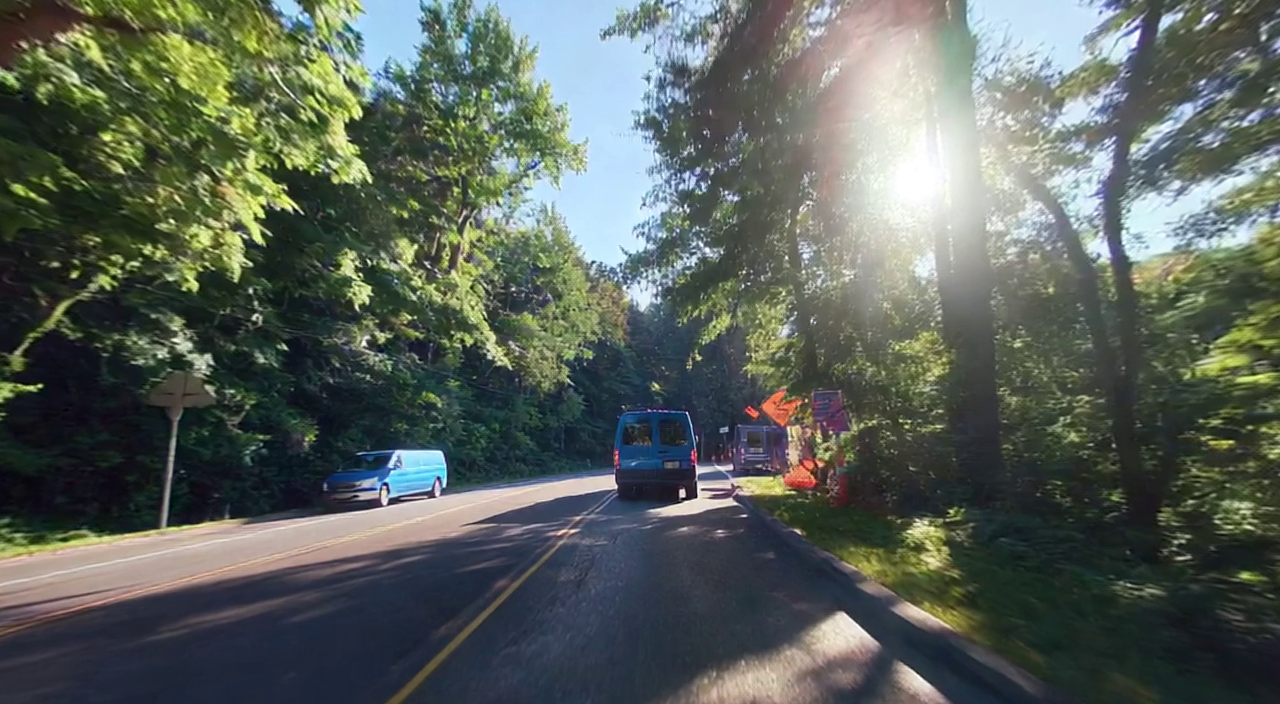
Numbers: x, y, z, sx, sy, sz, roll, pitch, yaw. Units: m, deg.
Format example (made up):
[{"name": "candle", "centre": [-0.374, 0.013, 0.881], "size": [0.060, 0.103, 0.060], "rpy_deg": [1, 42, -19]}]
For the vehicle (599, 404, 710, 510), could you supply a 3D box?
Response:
[{"name": "vehicle", "centre": [0.499, 2.605, 15.984], "size": [2.362, 2.247, 4.892], "rpy_deg": [-1, -9, 5]}]

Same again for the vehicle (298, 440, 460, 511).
[{"name": "vehicle", "centre": [-7.628, 3.647, 19.380], "size": [2.055, 1.809, 5.906], "rpy_deg": [-1, -9, 4]}]

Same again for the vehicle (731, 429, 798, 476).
[{"name": "vehicle", "centre": [6.018, 4.963, 31.586], "size": [2.833, 2.033, 7.668], "rpy_deg": [-1, -9, 8]}]
